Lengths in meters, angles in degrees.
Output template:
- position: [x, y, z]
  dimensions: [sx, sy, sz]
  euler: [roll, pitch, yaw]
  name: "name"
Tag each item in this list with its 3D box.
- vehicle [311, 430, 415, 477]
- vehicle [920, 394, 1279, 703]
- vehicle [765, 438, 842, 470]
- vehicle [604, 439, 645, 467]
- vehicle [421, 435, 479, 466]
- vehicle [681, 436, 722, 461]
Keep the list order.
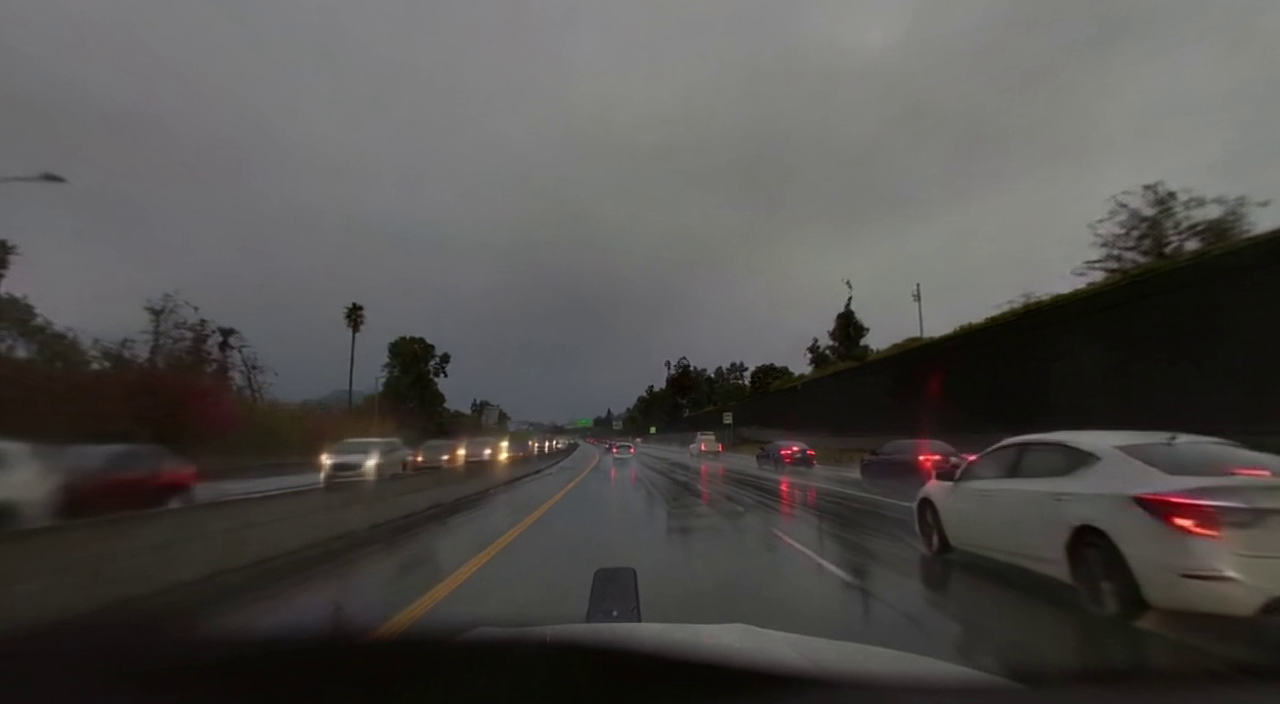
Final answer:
- position: [-10.510, 3.904, 24.421]
  dimensions: [2.113, 1.629, 4.629]
  euler: [1, -8, -3]
  name: "vehicle"
- position: [3.729, 1.092, 3.783]
  dimensions: [1.972, 1.488, 4.335]
  euler: [1, -9, -2]
  name: "vehicle"
- position: [8.270, 5.245, 32.542]
  dimensions: [2.196, 1.494, 4.735]
  euler: [1, -9, -7]
  name: "vehicle"
- position: [-0.967, 5.820, 36.472]
  dimensions: [2.090, 1.510, 4.280]
  euler: [1, -9, -5]
  name: "vehicle"
- position: [-10.953, 5.705, 36.796]
  dimensions: [2.174, 1.654, 4.680]
  euler: [1, -9, -3]
  name: "vehicle"
- position: [4.221, 6.782, 44.266]
  dimensions: [2.094, 1.652, 3.955]
  euler: [1, -9, -6]
  name: "vehicle"
